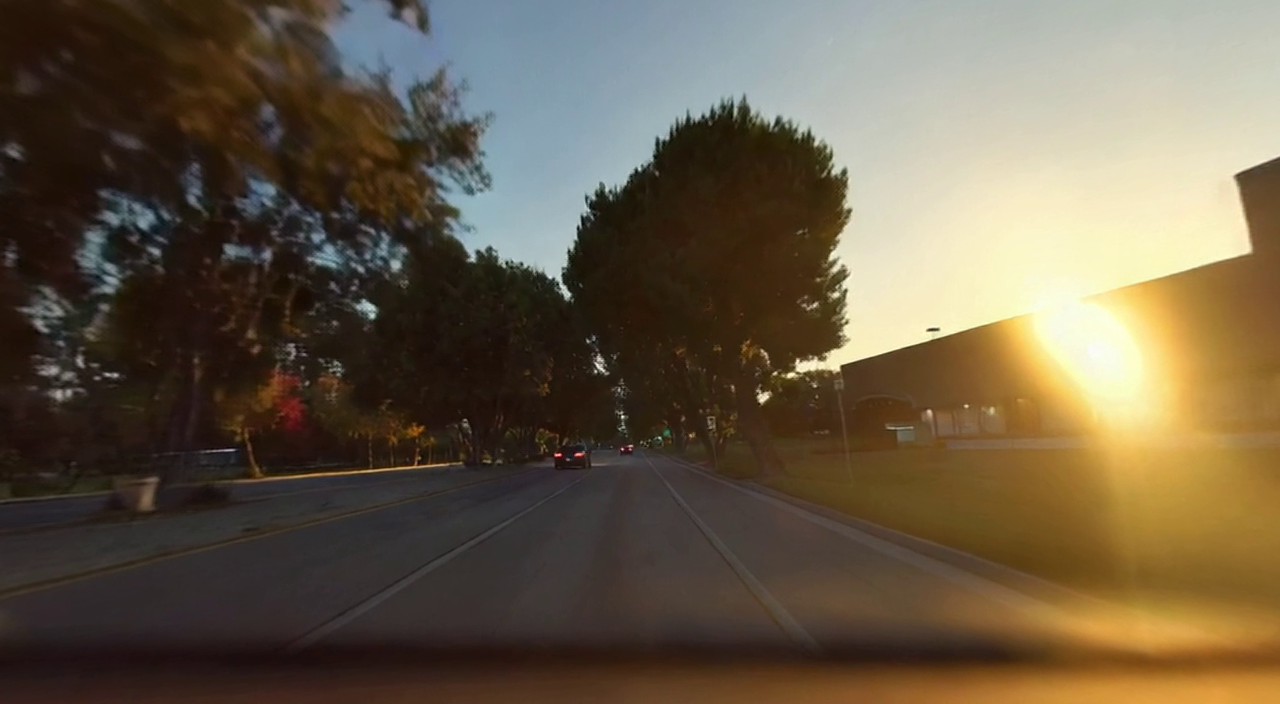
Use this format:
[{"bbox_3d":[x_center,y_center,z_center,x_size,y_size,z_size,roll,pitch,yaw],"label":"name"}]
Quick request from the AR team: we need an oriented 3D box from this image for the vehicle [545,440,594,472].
[{"bbox_3d":[-3.892,5.837,35.669,2.202,1.685,4.772,0,-9,0],"label":"vehicle"}]
